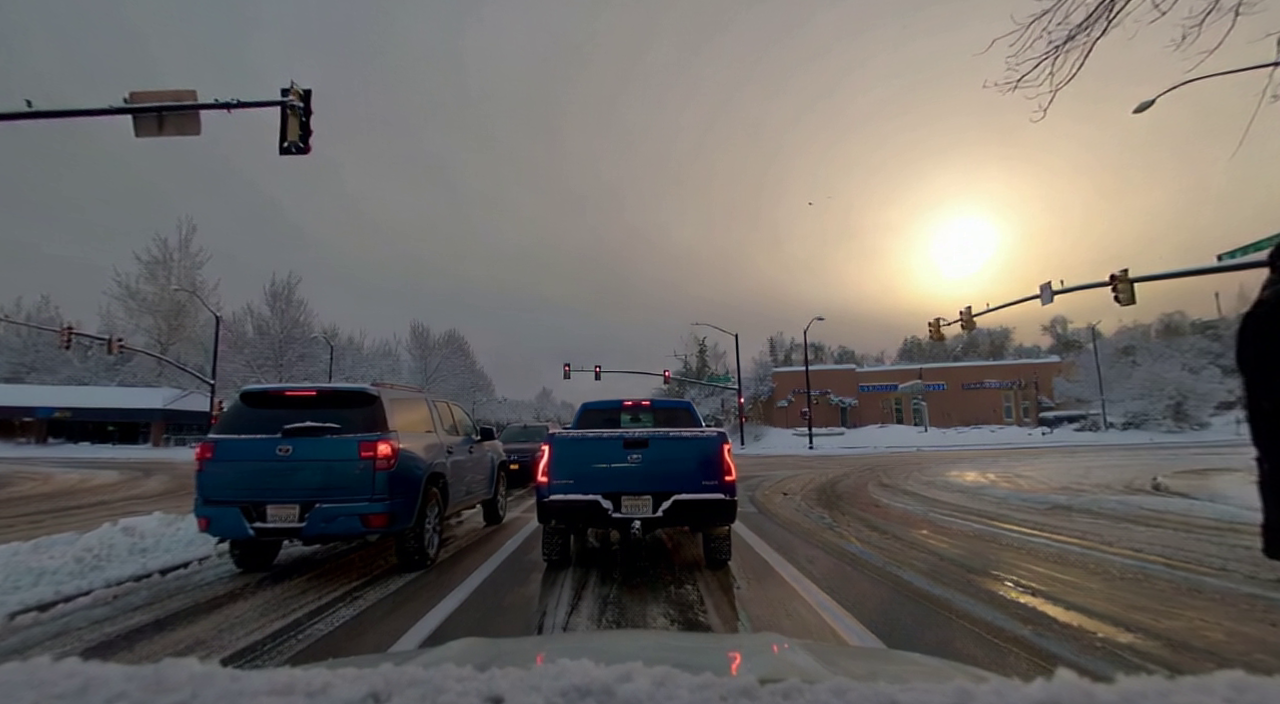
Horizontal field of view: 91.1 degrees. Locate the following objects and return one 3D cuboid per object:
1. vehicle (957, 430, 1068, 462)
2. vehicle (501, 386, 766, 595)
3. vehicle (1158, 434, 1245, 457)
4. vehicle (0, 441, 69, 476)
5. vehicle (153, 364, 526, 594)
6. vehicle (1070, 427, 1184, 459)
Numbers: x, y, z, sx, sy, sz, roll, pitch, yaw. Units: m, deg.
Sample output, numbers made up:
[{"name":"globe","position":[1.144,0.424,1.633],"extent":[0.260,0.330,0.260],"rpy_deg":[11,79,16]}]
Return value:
[{"name":"vehicle","position":[19.310,4.894,32.669],"extent":[4.624,1.601,1.871],"rpy_deg":[0,-8,-3]},{"name":"vehicle","position":[-0.083,1.498,7.664],"extent":[2.204,1.738,4.690],"rpy_deg":[0,-8,-1]},{"name":"vehicle","position":[38.752,6.461,43.381],"extent":[4.396,1.479,1.778],"rpy_deg":[0,-8,-3]},{"name":"vehicle","position":[-32.183,5.377,31.768],"extent":[4.406,1.682,2.040],"rpy_deg":[0,-8,-1]},{"name":"vehicle","position":[-2.961,1.412,7.772],"extent":[2.220,1.926,4.870],"rpy_deg":[0,-8,-1]},{"name":"vehicle","position":[27.941,5.239,36.118],"extent":[4.849,1.759,2.041],"rpy_deg":[0,-8,-3]}]
